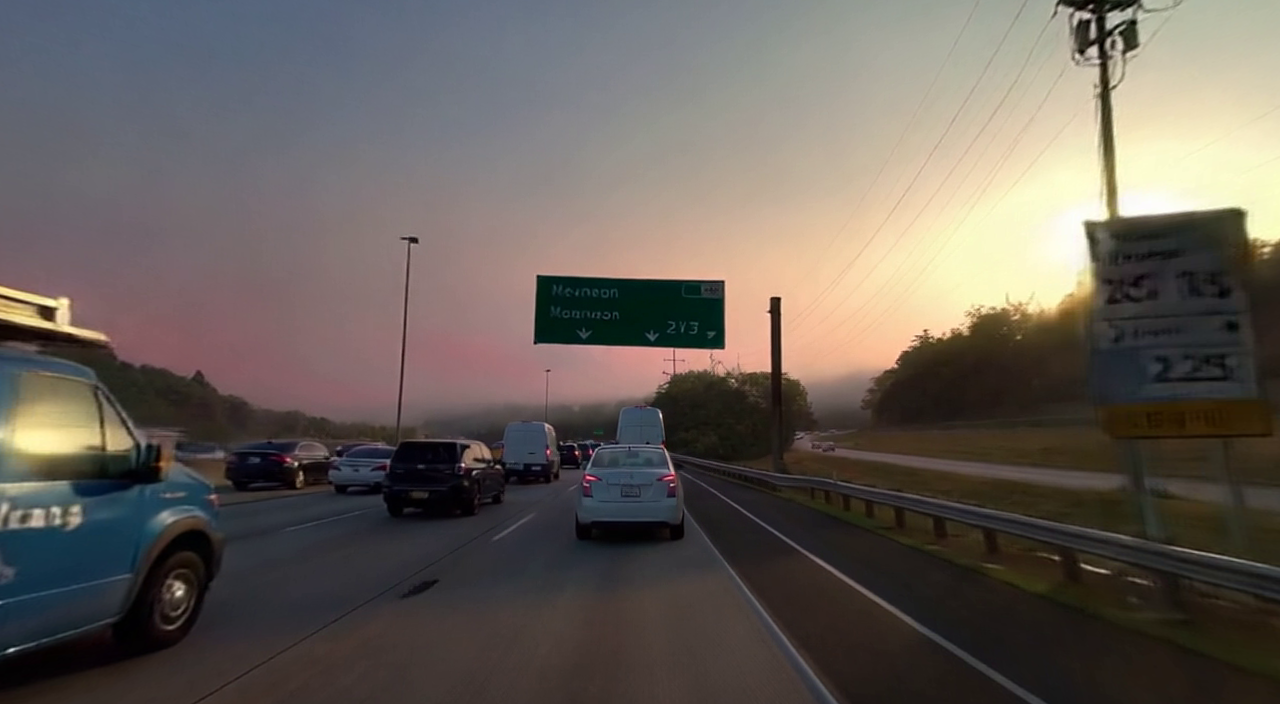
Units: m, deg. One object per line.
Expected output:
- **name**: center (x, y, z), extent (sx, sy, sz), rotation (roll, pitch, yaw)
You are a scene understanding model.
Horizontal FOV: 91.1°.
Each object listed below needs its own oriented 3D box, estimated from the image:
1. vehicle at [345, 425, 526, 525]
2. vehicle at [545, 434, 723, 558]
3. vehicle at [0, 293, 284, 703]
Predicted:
- **vehicle**: center (-3.881, 2.413, 12.906), extent (2.114, 1.657, 4.432), rotation (0, -8, 2)
- **vehicle**: center (-0.056, 1.982, 9.384), extent (2.054, 1.421, 4.090), rotation (0, -8, 0)
- **vehicle**: center (-3.899, 0.694, 2.539), extent (2.142, 1.952, 4.556), rotation (0, -8, 1)
